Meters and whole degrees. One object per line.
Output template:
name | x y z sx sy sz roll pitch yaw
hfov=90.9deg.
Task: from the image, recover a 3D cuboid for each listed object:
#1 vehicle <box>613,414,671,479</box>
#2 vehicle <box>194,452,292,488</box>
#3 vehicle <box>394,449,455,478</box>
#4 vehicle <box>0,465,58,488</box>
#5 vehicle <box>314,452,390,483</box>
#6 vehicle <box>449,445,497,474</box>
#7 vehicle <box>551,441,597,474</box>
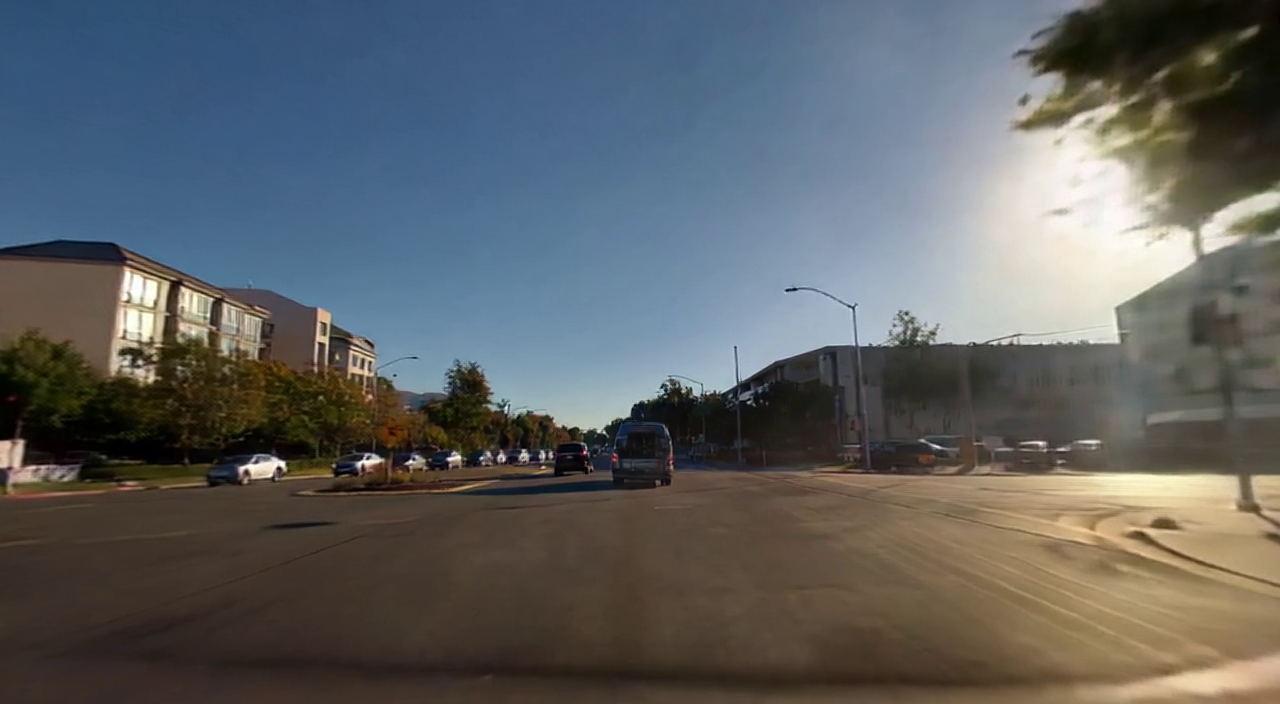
vehicle | -0.058 5.375 36.088 2.843 3.120 10.422 0 -8 -2
vehicle | -22.244 6.574 35.587 2.017 1.785 5.092 -1 -8 3
vehicle | -12.900 6.678 38.066 1.960 1.627 4.784 0 -8 1
vehicle | -45.627 9.041 45.913 4.244 1.536 2.065 0 -8 -3
vehicle | -16.249 6.524 35.885 2.022 1.442 4.853 -4 -8 1
vehicle | -12.426 7.995 47.183 2.068 1.747 5.040 -4 -7 1
vehicle | -3.901 6.332 38.091 2.184 1.830 4.890 0 -8 0
